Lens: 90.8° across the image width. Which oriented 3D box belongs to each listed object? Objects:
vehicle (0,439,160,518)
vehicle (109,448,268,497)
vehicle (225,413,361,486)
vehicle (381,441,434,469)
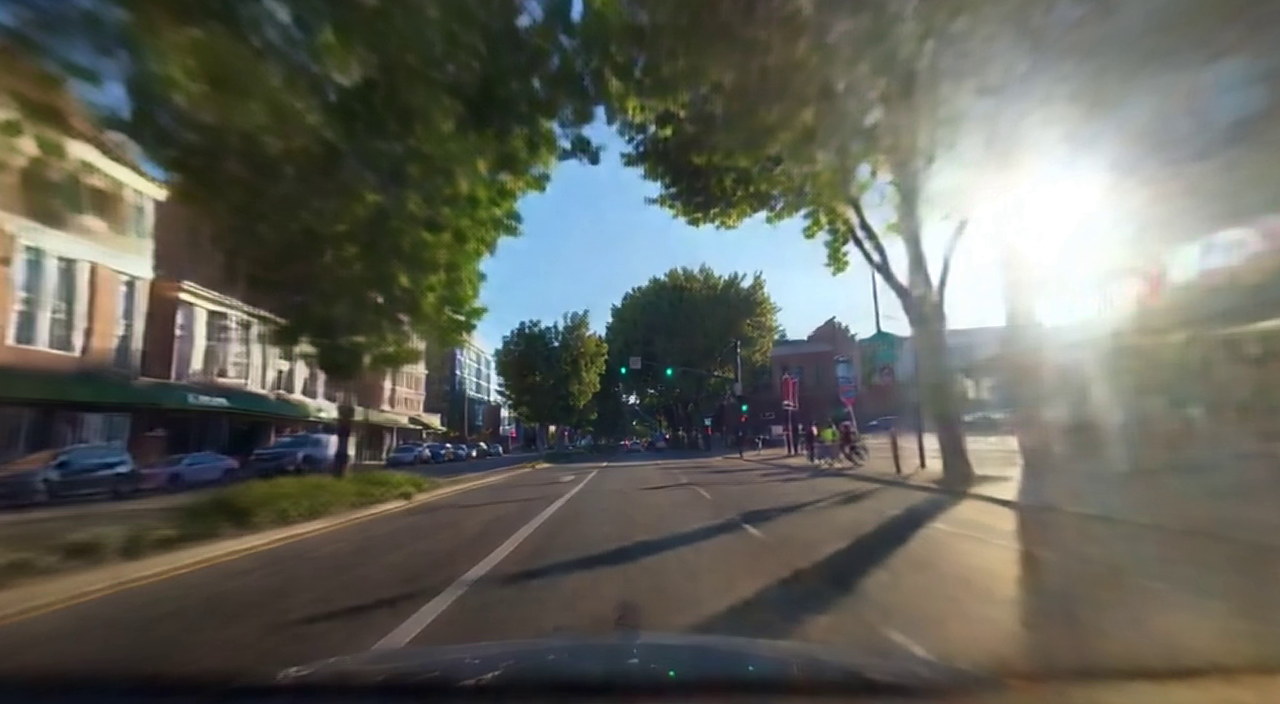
[{"bbox_3d":[-15.396,3.200,16.460,1.989,1.747,5.019,-1,-8,-3],"label":"vehicle"},{"bbox_3d":[-15.524,4.139,22.158,1.929,1.471,4.919,0,-8,0],"label":"vehicle"},{"bbox_3d":[-15.429,4.412,28.779,2.335,2.896,6.785,-1,-9,-1],"label":"vehicle"},{"bbox_3d":[-15.581,6.924,42.647,1.950,1.749,5.006,0,-8,-3],"label":"vehicle"}]
